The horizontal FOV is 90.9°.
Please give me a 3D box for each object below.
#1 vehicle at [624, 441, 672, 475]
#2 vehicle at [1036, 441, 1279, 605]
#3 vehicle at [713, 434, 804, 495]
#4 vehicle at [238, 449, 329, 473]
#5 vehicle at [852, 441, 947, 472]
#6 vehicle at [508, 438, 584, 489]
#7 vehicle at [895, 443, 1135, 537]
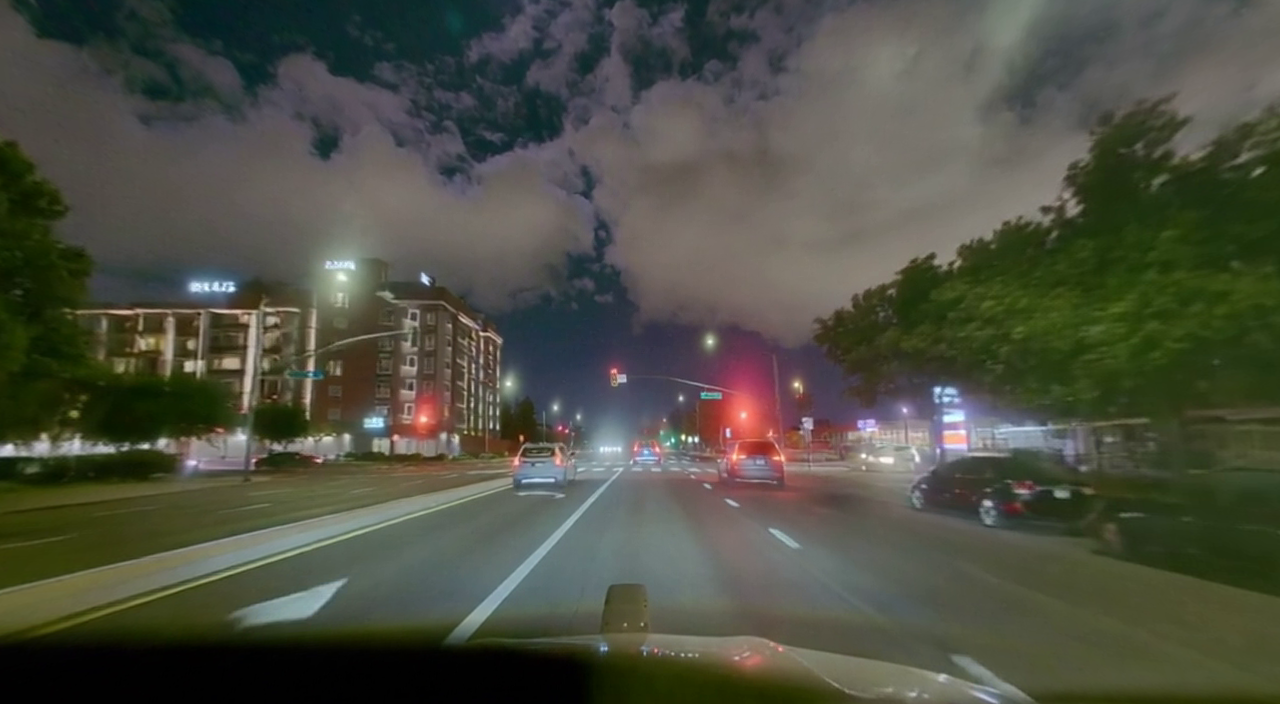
[{"bbox_3d":[0.357,5.005,29.975,2.103,1.468,4.094,0,-8,0],"label":"vehicle"},{"bbox_3d":[6.772,1.690,6.641,1.920,1.473,4.898,0,-8,-2],"label":"vehicle"},{"bbox_3d":[3.429,3.347,19.062,1.987,1.637,3.896,0,-8,0],"label":"vehicle"},{"bbox_3d":[-23.580,7.202,41.784,4.890,1.514,1.908,0,-8,0],"label":"vehicle"},{"bbox_3d":[15.877,6.401,38.745,4.921,1.841,1.957,0,-8,0],"label":"vehicle"},{"bbox_3d":[-3.007,3.661,20.987,1.860,1.510,4.073,0,-8,1],"label":"vehicle"},{"bbox_3d":[6.936,2.543,12.339,2.022,1.491,4.194,0,-8,-1],"label":"vehicle"}]
